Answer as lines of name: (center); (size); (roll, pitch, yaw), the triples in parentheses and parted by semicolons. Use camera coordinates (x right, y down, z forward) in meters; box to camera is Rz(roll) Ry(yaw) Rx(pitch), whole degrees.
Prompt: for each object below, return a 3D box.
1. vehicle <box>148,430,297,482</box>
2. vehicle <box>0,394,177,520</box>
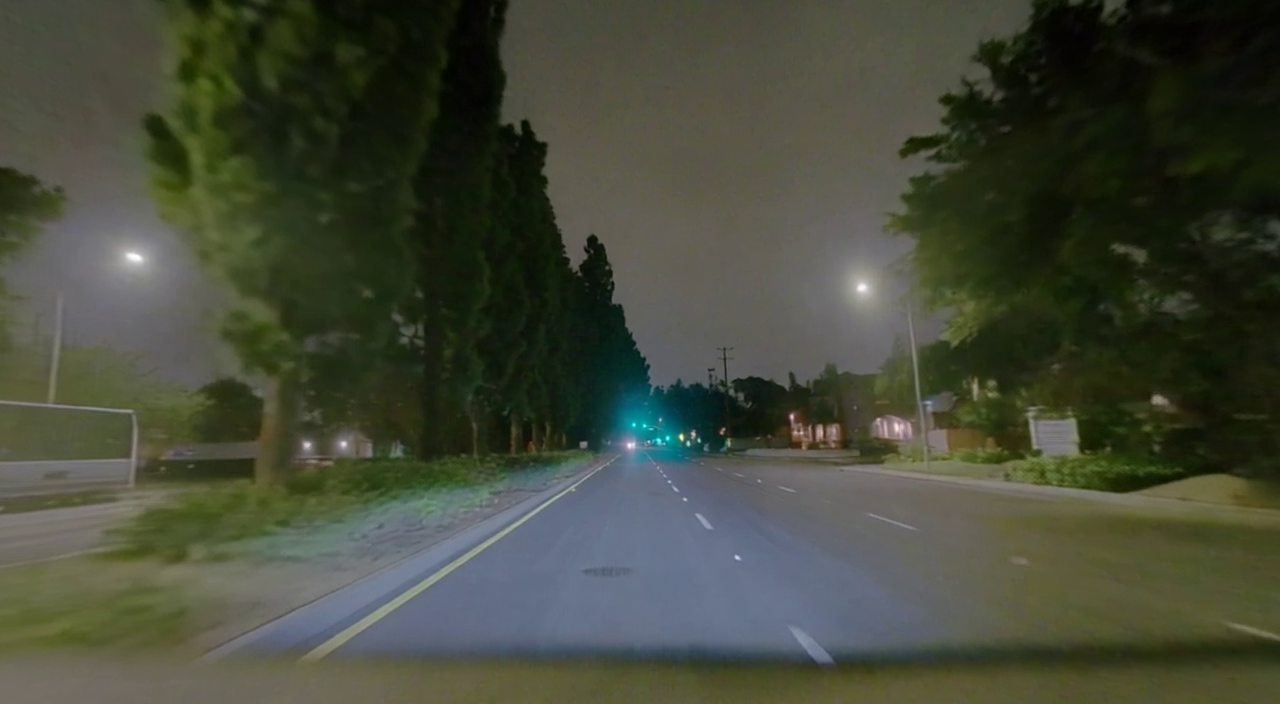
vehicle: (-28.915, 7.241, 43.931); (8.492, 3.055, 3.116); (-4, -9, 6)
vehicle: (-19.509, 3.221, 19.559); (2.866, 3.528, 9.798); (0, -9, 0)
